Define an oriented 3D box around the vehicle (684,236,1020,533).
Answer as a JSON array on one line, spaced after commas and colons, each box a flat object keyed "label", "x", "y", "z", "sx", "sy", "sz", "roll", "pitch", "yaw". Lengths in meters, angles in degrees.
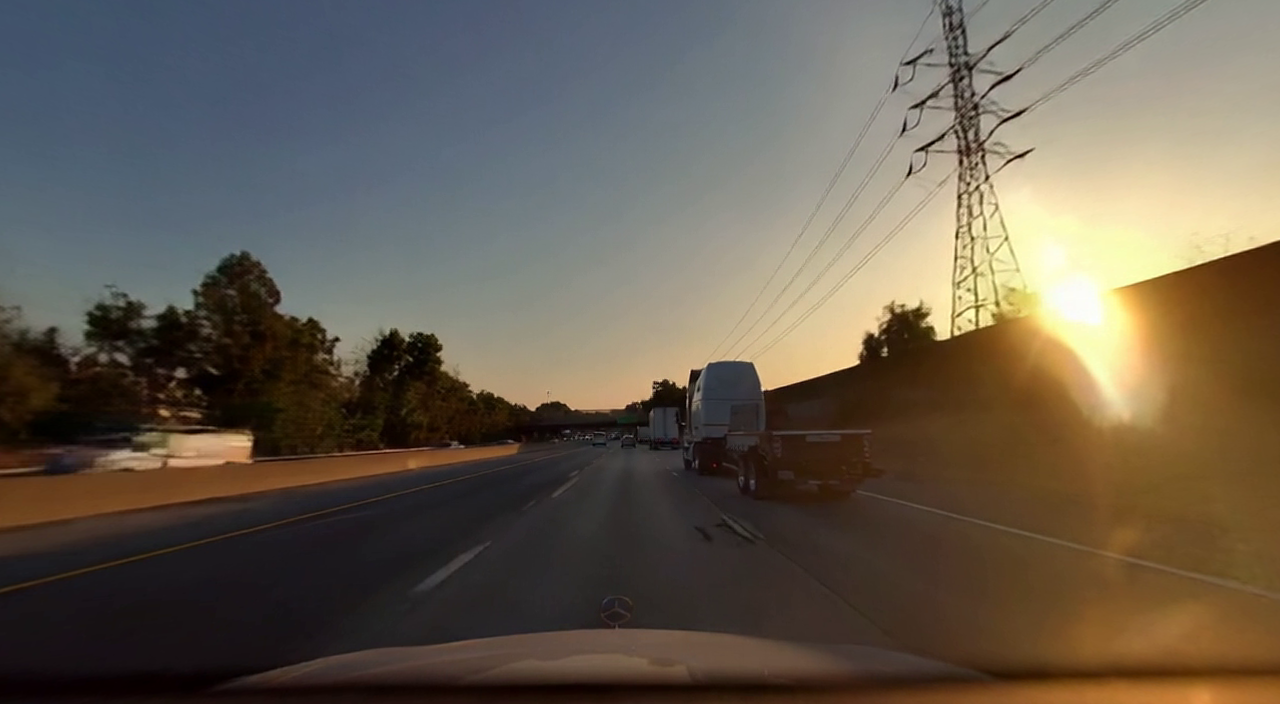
[{"label": "vehicle", "x": 3.360, "y": 1.338, "z": 15.680, "sx": 2.905, "sy": 4.080, "sz": 14.157, "roll": 0, "pitch": -8, "yaw": -2}]
